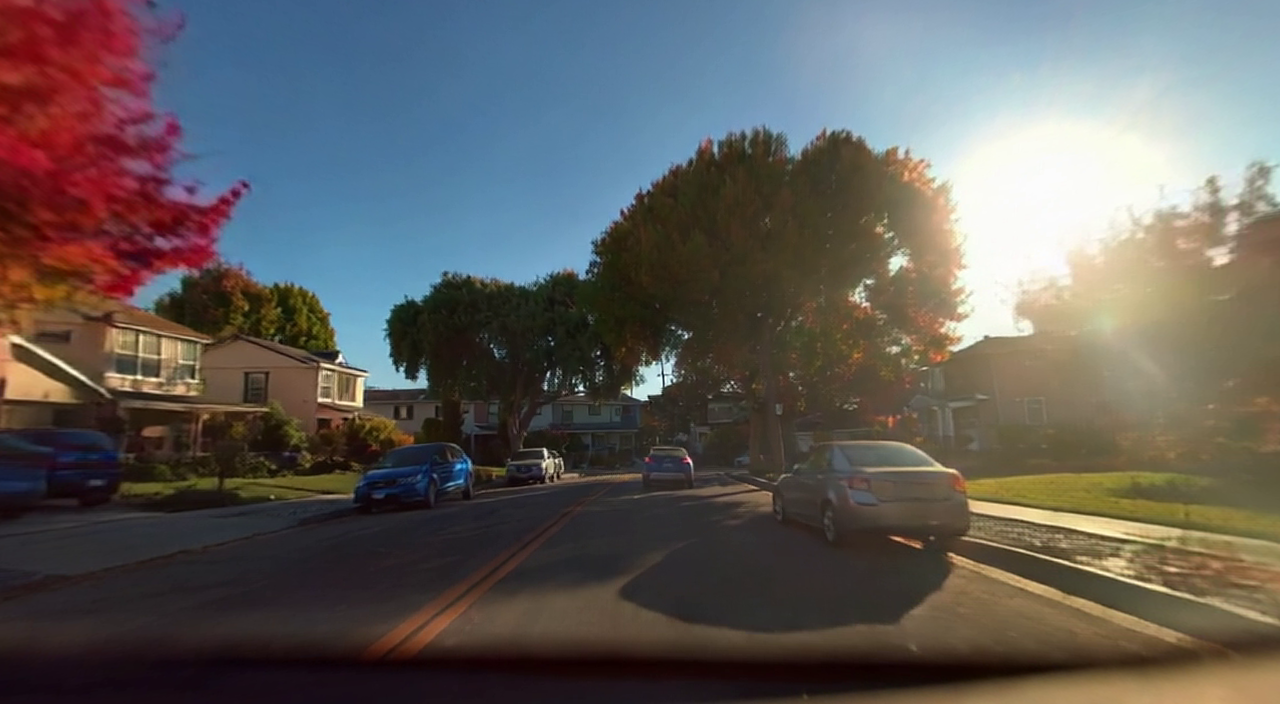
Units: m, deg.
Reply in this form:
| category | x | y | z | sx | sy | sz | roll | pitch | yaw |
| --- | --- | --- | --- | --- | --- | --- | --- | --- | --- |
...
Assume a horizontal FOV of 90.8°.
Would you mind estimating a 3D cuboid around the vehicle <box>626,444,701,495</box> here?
| category | x | y | z | sx | sy | sz | roll | pitch | yaw |
| --- | --- | --- | --- | --- | --- | --- | --- | --- | --- |
| vehicle | 0.862 | 3.754 | 20.639 | 2.192 | 1.474 | 4.192 | -1 | -9 | 5 |

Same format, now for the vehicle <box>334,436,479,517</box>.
| category | x | y | z | sx | sy | sz | roll | pitch | yaw |
| --- | --- | --- | --- | --- | --- | --- | --- | --- | --- |
| vehicle | -6.244 | 3.371 | 17.628 | 2.235 | 1.851 | 4.662 | -2 | -9 | 1 |

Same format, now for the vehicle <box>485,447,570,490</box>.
| category | x | y | z | sx | sy | sz | roll | pitch | yaw |
| --- | --- | --- | --- | --- | --- | --- | --- | --- | --- |
| vehicle | -5.250 | 5.497 | 30.255 | 2.641 | 1.747 | 4.738 | -4 | -9 | 7 |

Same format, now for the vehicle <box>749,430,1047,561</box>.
| category | x | y | z | sx | sy | sz | roll | pitch | yaw |
| --- | --- | --- | --- | --- | --- | --- | --- | --- | --- |
| vehicle | 3.459 | 2.029 | 9.750 | 2.429 | 1.502 | 4.474 | 1 | -9 | -5 |
